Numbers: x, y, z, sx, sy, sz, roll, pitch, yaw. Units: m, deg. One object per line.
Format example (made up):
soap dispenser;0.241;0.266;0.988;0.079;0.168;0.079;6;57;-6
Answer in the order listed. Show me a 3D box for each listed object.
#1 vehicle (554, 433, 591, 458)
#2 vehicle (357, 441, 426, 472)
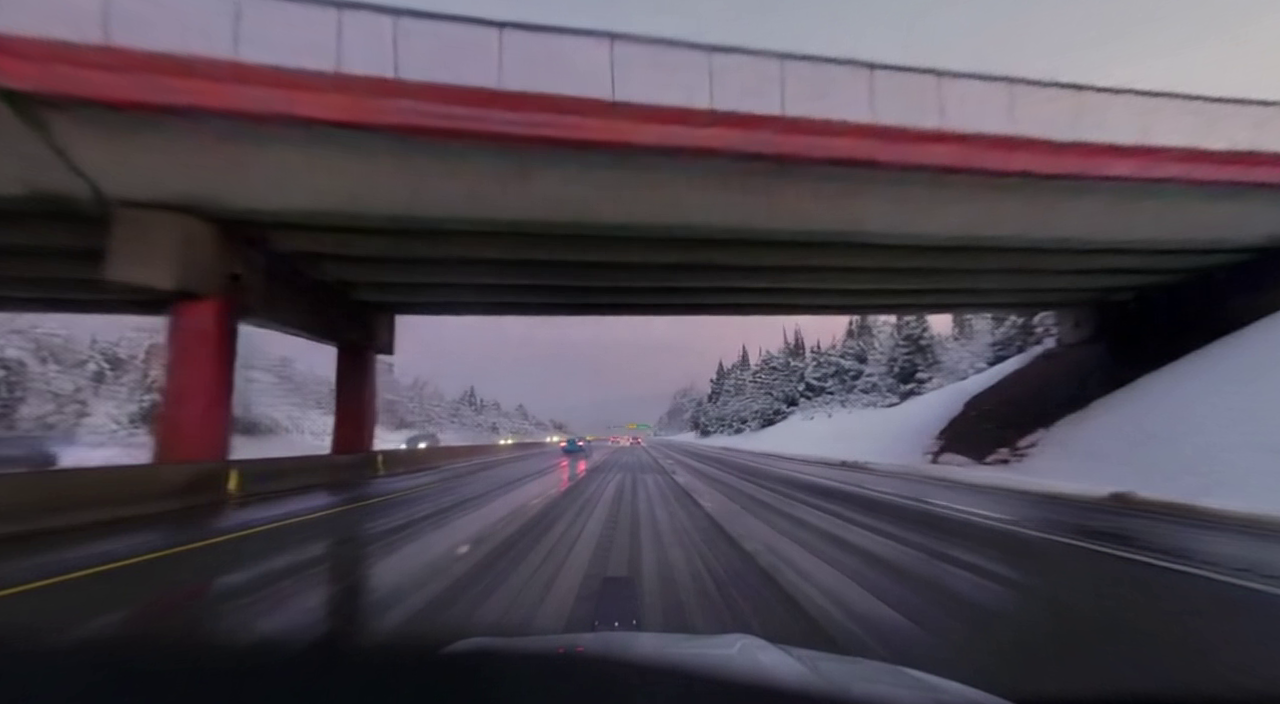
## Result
vehicle;-4.492;6.300;42.606;2.074;1.535;4.437;0;-8;0
vehicle;-12.608;5.306;32.260;1.810;1.449;4.182;0;-8;1
